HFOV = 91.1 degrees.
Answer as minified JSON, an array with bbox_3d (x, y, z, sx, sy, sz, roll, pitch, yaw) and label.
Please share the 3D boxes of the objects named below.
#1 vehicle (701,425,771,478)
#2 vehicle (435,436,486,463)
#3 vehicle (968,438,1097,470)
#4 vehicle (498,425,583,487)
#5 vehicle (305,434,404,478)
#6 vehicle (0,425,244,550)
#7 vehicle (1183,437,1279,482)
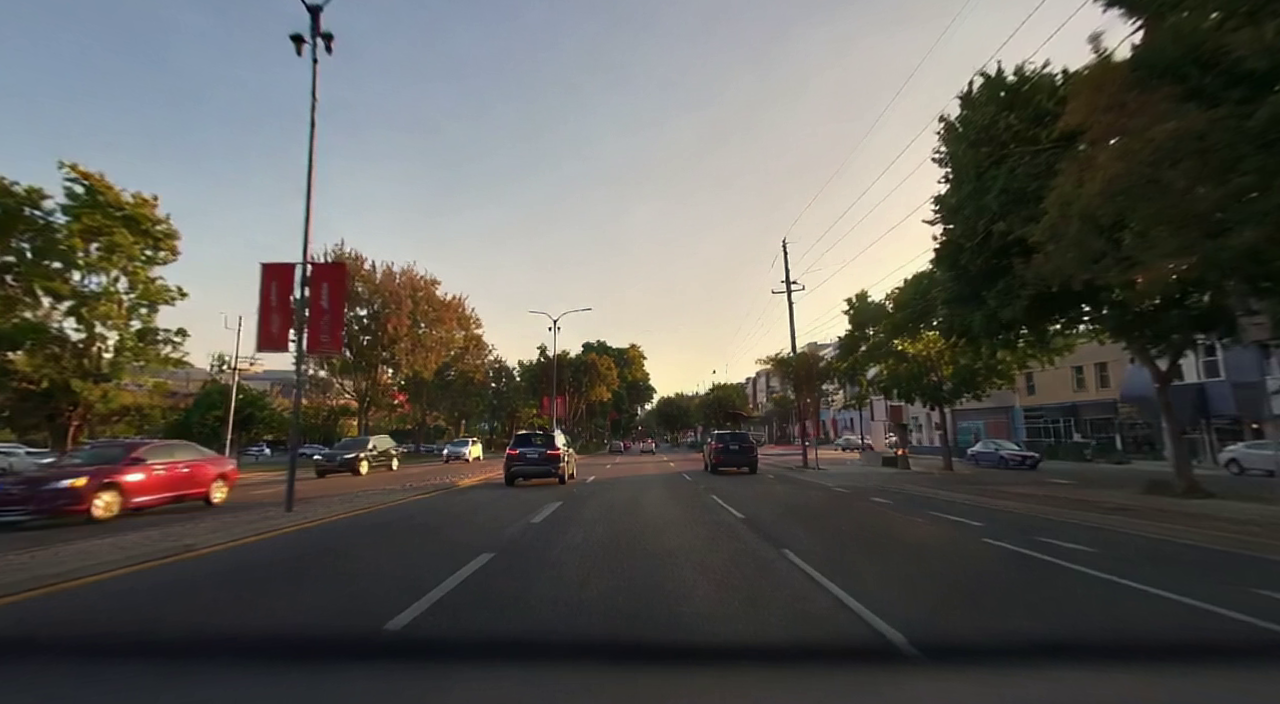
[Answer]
[{"bbox_3d":[3.753,3.977,25.273,2.024,1.921,4.431,0,-8,-1],"label":"vehicle"},{"bbox_3d":[-11.978,6.539,42.212,2.023,1.729,4.478,0,-8,1],"label":"vehicle"},{"bbox_3d":[18.475,4.812,29.744,4.642,1.450,2.087,0,-8,2],"label":"vehicle"},{"bbox_3d":[-3.119,3.374,20.645,2.014,1.775,4.404,0,-8,1],"label":"vehicle"},{"bbox_3d":[-12.006,4.392,26.750,1.998,1.705,4.465,0,-8,2],"label":"vehicle"},{"bbox_3d":[-8.690,1.965,9.657,2.022,1.483,4.909,-2,-8,0],"label":"vehicle"},{"bbox_3d":[23.103,3.906,23.057,4.497,1.452,1.944,-1,-8,-1],"label":"vehicle"}]
